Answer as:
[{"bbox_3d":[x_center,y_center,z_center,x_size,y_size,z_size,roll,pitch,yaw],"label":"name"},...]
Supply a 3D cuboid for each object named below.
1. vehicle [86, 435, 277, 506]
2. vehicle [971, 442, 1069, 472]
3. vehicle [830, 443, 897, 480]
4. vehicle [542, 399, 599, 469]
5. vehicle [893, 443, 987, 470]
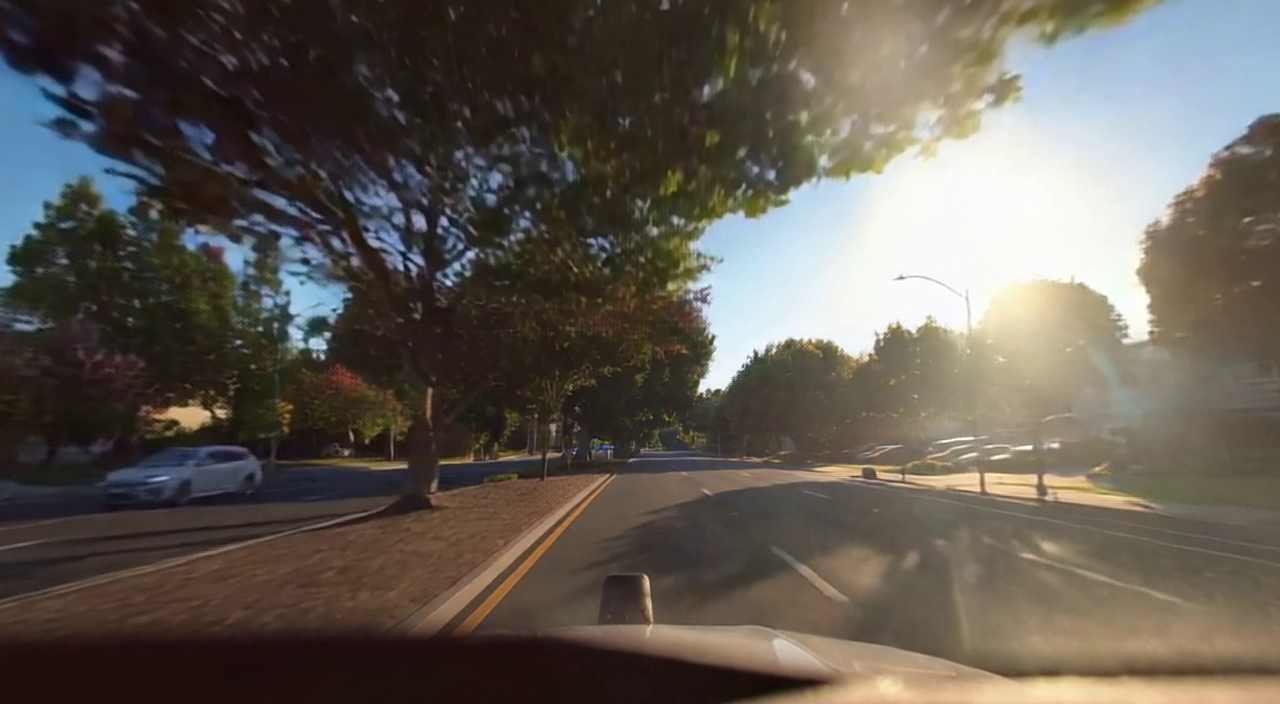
[{"bbox_3d":[-14.194,3.674,20.080,2.145,1.937,5.203,0,-8,0],"label":"vehicle"},{"bbox_3d":[22.646,6.253,37.723,4.570,1.521,2.029,1,-8,6],"label":"vehicle"},{"bbox_3d":[11.448,5.608,32.614,1.976,1.780,4.352,0,-8,1],"label":"vehicle"},{"bbox_3d":[-3.924,4.739,36.394,3.008,3.786,3.422,0,-8,-2],"label":"vehicle"},{"bbox_3d":[20.224,7.047,42.655,5.184,1.713,2.210,0,-8,0],"label":"vehicle"}]
